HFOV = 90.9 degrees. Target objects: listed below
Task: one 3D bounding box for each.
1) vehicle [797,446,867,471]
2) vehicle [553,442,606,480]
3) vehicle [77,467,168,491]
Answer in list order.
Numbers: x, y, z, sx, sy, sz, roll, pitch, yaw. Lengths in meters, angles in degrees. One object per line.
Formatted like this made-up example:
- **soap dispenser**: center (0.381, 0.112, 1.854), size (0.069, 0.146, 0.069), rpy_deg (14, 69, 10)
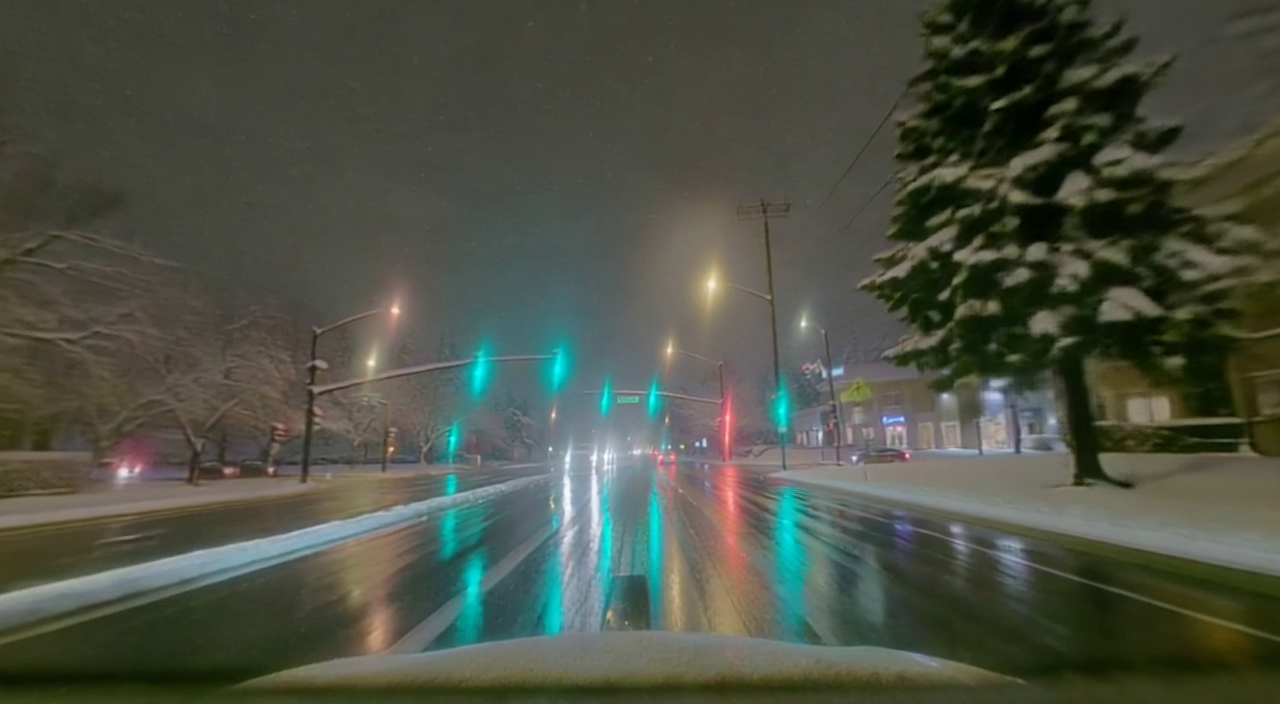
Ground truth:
- **vehicle**: center (14.512, 8.060, 47.810), size (4.634, 1.449, 1.936), rpy_deg (-4, -7, -1)
- **vehicle**: center (-3.044, 5.564, 32.549), size (2.250, 1.791, 4.300), rpy_deg (0, -8, 1)
- **vehicle**: center (-35.777, 8.755, 43.604), size (4.657, 1.455, 1.994), rpy_deg (0, -8, 4)
